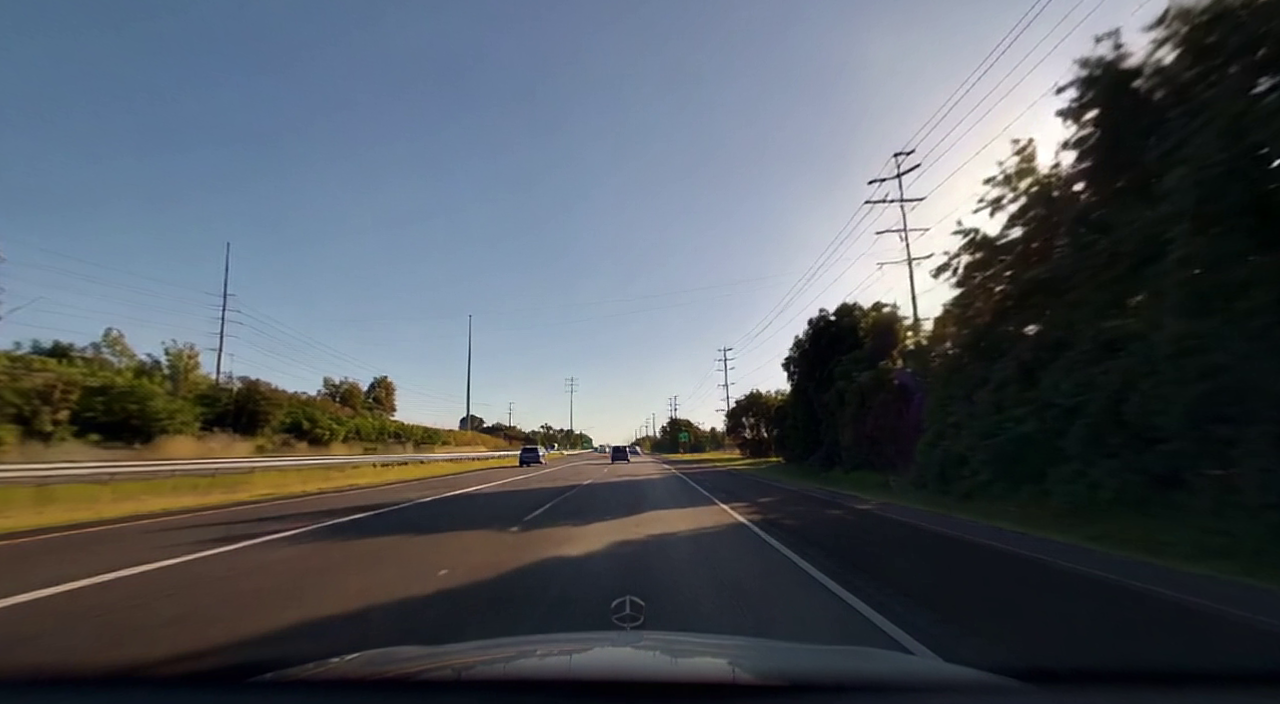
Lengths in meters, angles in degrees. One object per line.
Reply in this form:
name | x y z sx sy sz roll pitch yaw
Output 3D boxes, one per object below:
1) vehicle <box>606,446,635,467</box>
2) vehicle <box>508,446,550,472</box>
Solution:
vehicle | -1.418 7.791 47.047 1.968 1.462 3.937 0 -9 1
vehicle | -6.878 6.673 39.451 1.911 1.491 3.624 0 -9 2
